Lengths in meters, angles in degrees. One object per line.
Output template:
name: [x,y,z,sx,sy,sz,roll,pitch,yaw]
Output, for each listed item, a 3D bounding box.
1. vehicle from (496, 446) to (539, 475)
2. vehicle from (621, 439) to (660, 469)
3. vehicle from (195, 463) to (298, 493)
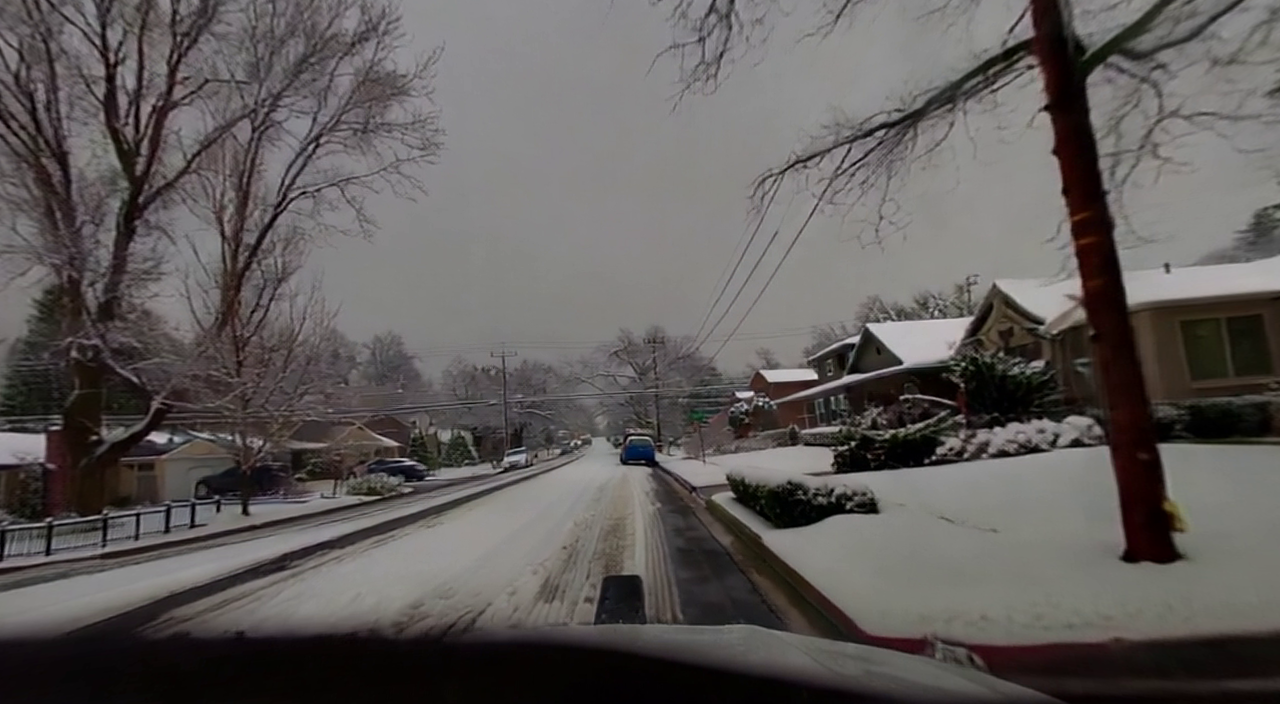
vehicle: [-8.810,7.838,45.905,2.208,1.834,4.675,-4,-8,-2]
vehicle: [-0.045,5.841,36.209,2.005,1.553,3.984,0,-9,-3]
vehicle: [-21.639,6.941,34.860,4.404,1.495,1.844,0,-9,0]
